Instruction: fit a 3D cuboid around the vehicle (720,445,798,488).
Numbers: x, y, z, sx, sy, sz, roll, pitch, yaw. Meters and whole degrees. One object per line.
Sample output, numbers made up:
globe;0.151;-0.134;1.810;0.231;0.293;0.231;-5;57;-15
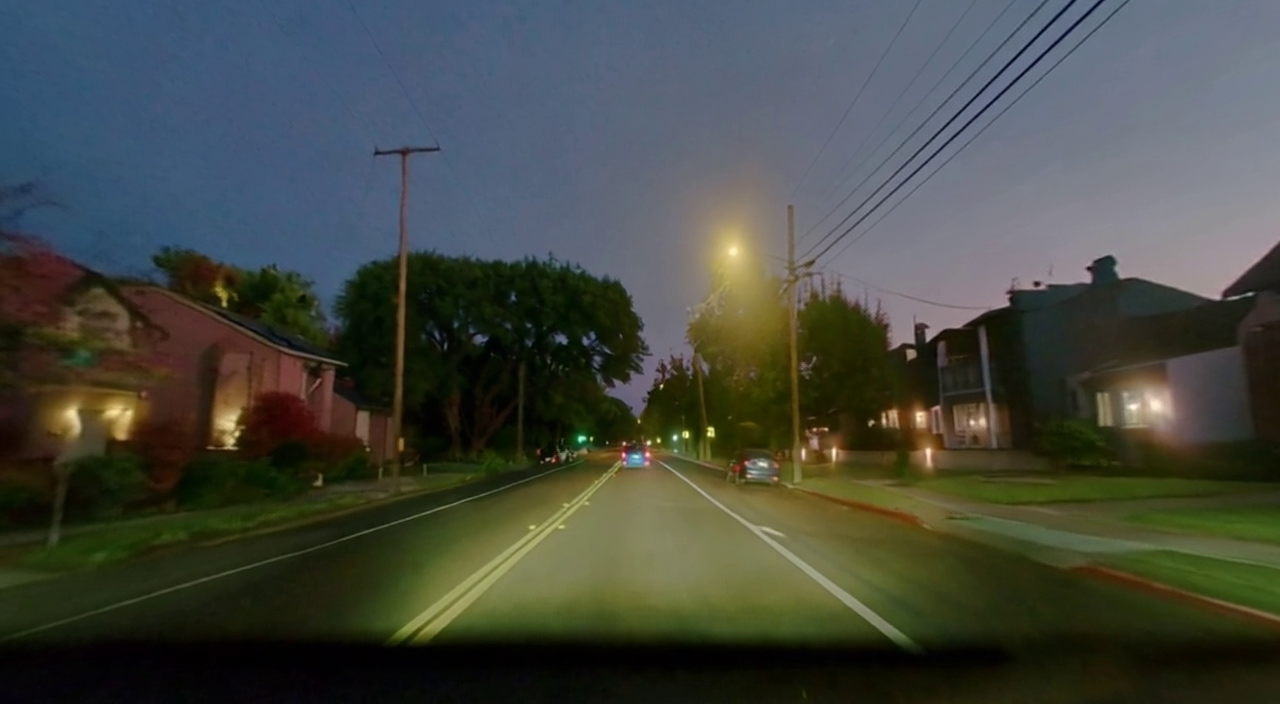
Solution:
vehicle;4.499;4.397;24.669;1.977;1.481;5.155;0;-8;-1

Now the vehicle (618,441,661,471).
vehicle;-0.056;5.397;32.895;2.104;1.500;3.815;0;-8;0
